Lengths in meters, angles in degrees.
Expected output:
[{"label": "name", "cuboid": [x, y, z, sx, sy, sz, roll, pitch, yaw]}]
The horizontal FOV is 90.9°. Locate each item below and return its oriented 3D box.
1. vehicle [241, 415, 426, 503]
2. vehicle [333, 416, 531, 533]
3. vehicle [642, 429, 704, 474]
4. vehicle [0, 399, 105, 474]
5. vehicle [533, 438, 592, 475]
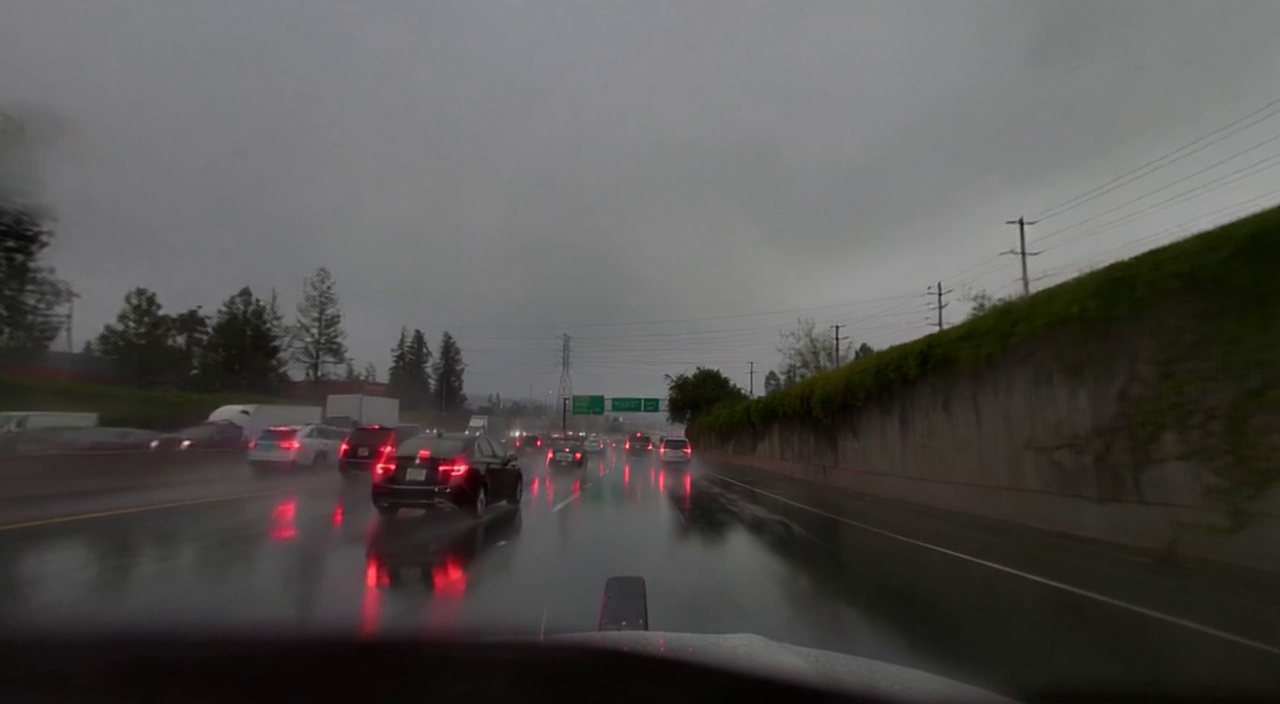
[{"label": "vehicle", "cuboid": [-7.234, 2.597, 15.624, 2.222, 1.825, 4.640, 0, -8, 0]}, {"label": "vehicle", "cuboid": [-3.487, 2.149, 11.667, 2.026, 1.719, 4.490, 0, -8, 1]}, {"label": "vehicle", "cuboid": [1.561, 5.150, 32.880, 2.793, 2.132, 5.682, 0, -8, -1]}, {"label": "vehicle", "cuboid": [-20.224, 2.675, 20.129, 2.134, 2.068, 4.956, -1, -2, -1]}, {"label": "vehicle", "cuboid": [-3.450, 4.742, 28.872, 2.049, 1.530, 4.707, 0, -8, 1]}]
